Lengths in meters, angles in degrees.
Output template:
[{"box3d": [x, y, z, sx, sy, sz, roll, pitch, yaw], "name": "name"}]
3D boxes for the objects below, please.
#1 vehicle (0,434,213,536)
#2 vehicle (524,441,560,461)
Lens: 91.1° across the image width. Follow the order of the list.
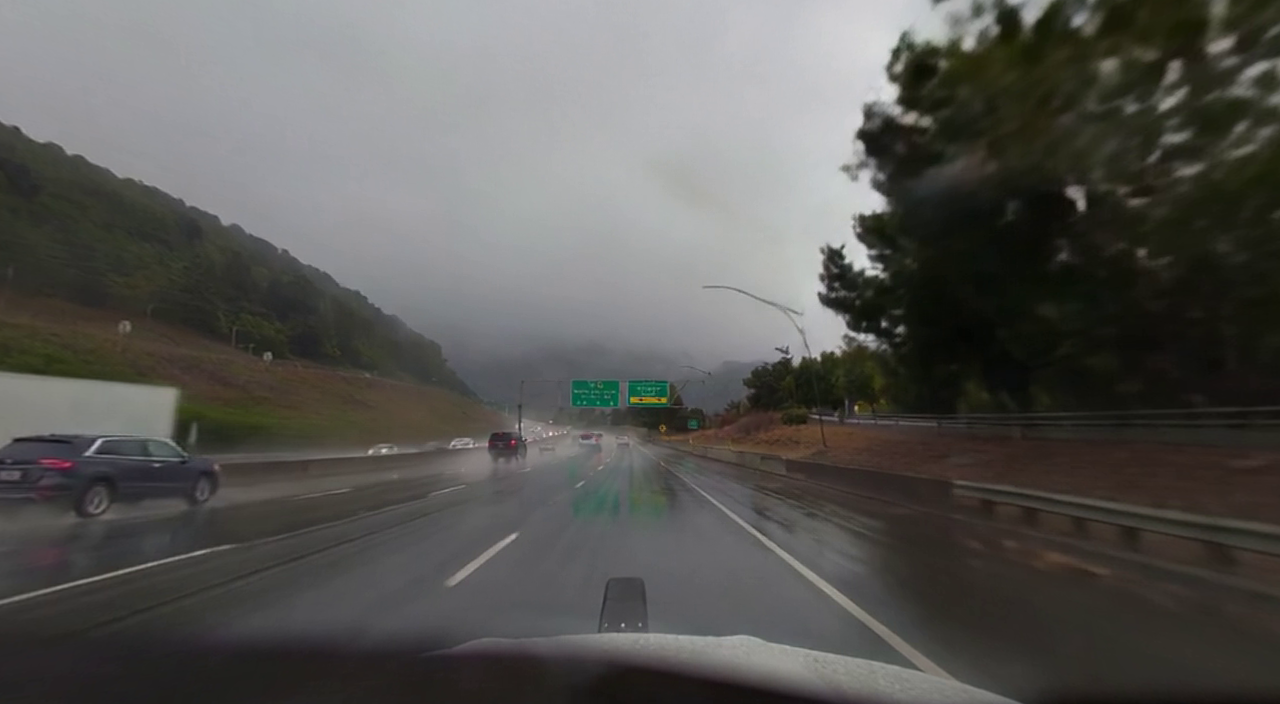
[{"box3d": [-11.052, 2.476, 12.397, 2.001, 1.625, 4.528, 0, -8, 0], "name": "vehicle"}, {"box3d": [-7.643, 7.723, 49.160, 2.113, 1.507, 4.450, 0, -8, 0], "name": "vehicle"}]
